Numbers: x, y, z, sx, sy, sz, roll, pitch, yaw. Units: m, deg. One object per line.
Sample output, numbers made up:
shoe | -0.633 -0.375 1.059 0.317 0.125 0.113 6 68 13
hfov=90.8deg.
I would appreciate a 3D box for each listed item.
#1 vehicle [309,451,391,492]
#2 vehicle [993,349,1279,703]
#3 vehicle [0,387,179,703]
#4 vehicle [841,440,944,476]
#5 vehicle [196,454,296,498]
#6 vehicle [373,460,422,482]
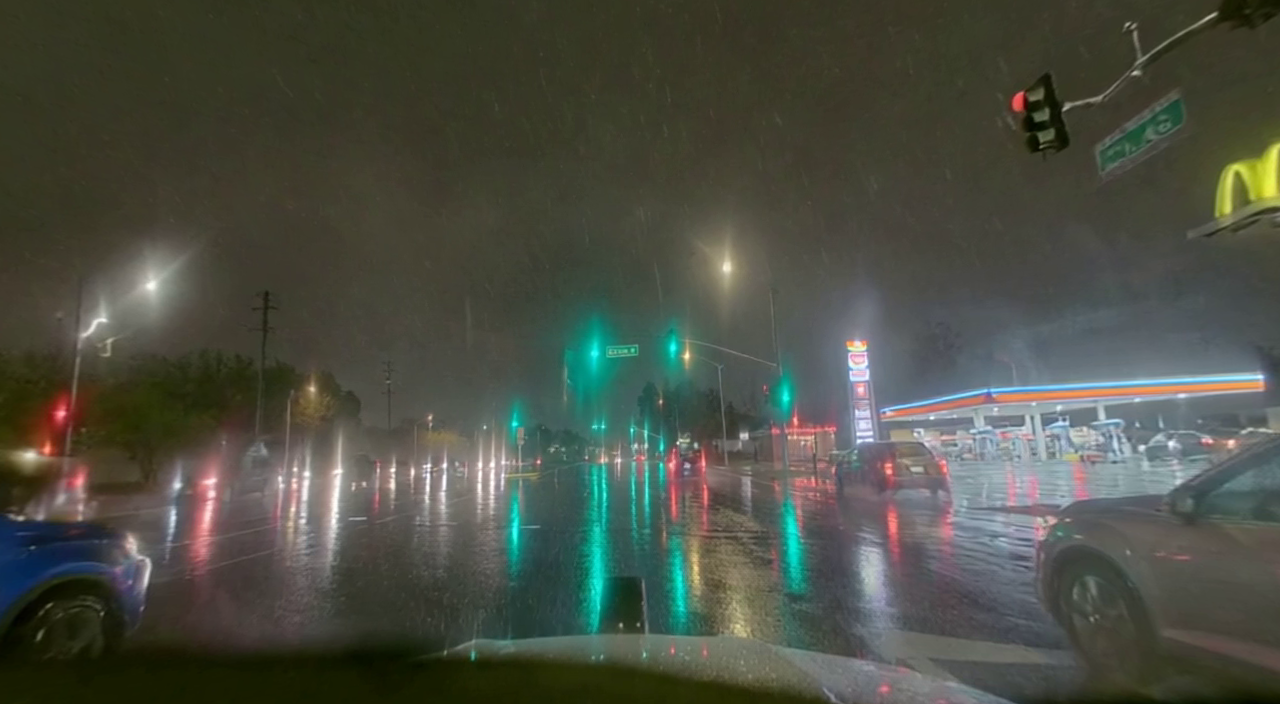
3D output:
vehicle | -15.220 6.248 33.477 2.087 1.902 4.848 0 -8 -1
vehicle | 3.385 0.745 1.780 2.085 1.655 4.459 0 -8 -2
vehicle | -3.648 0.814 1.628 1.935 1.617 4.045 0 -8 -2
vehicle | 12.941 5.431 32.525 4.419 1.699 2.066 -7 -11 38
vehicle | -18.848 6.013 30.521 2.005 1.845 4.811 -1 -12 -4
vehicle | -18.828 9.238 49.250 2.083 1.466 4.565 0 -8 -1
